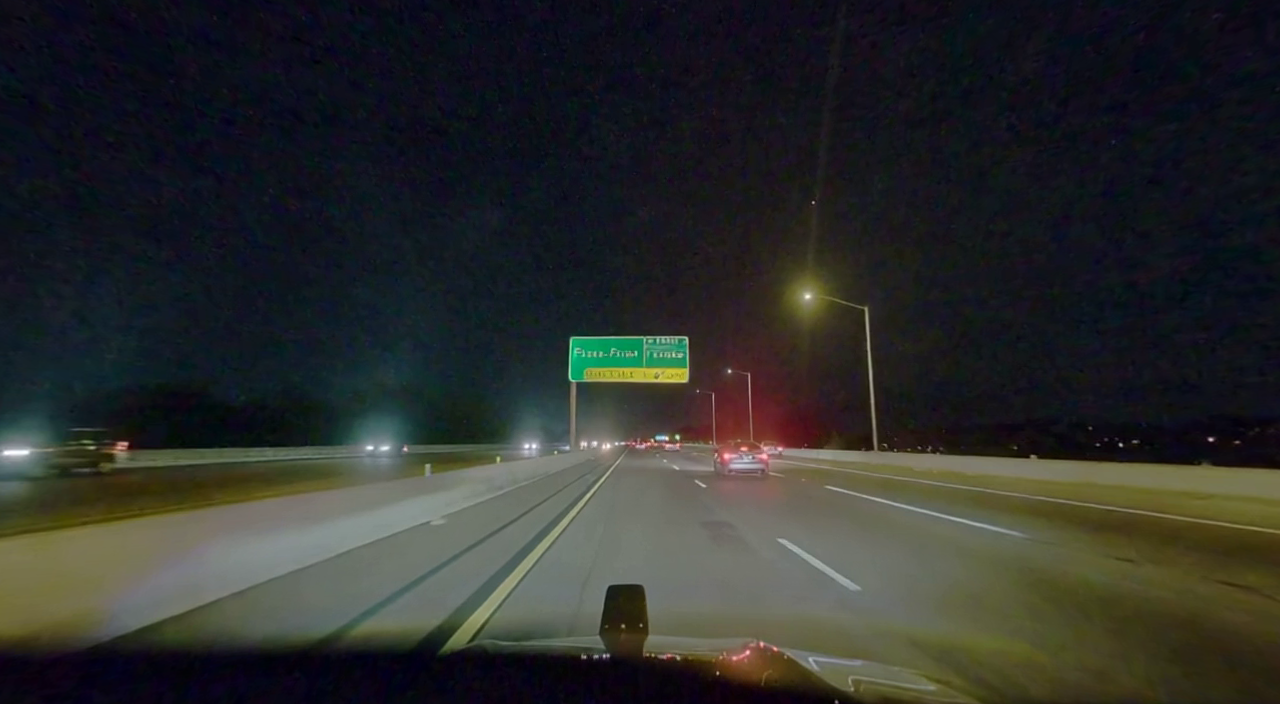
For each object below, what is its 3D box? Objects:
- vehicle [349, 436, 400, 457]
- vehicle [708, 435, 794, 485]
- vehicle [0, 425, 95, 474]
[{"bbox_3d":[-19.625,7.002,46.746,1.938,1.456,4.255,0,-8,0],"label":"vehicle"},{"bbox_3d":[3.626,3.614,21.446,2.091,1.482,4.522,0,-8,0],"label":"vehicle"},{"bbox_3d":[-20.050,3.094,20.086,1.787,1.459,3.907,0,-8,0],"label":"vehicle"}]
